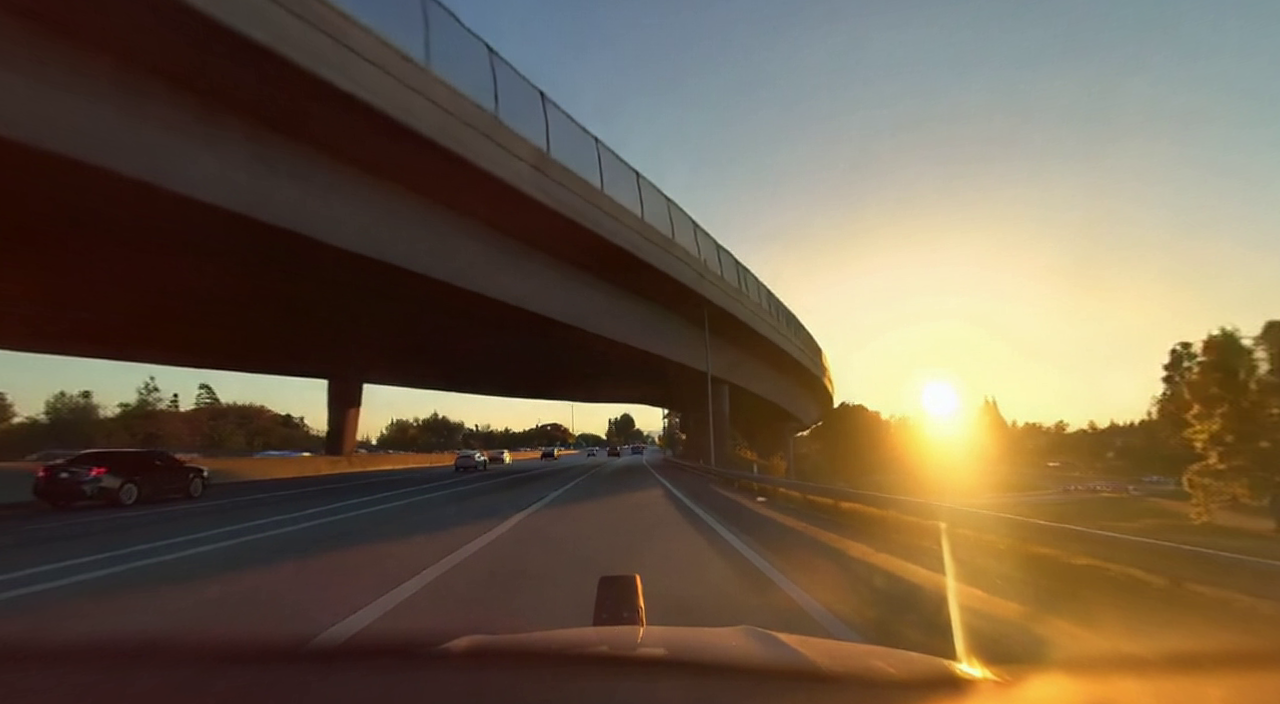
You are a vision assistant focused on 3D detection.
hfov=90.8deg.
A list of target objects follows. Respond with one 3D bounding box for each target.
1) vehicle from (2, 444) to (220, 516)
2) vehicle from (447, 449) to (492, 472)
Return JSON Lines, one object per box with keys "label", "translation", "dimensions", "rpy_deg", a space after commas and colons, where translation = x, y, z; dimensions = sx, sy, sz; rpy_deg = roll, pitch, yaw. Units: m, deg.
{"label": "vehicle", "translation": [-12.952, 3.109, 15.955], "dimensions": [1.829, 1.520, 4.505], "rpy_deg": [1, -9, -5]}
{"label": "vehicle", "translation": [-12.110, 7.693, 45.070], "dimensions": [2.271, 1.537, 4.029], "rpy_deg": [0, -9, -3]}
